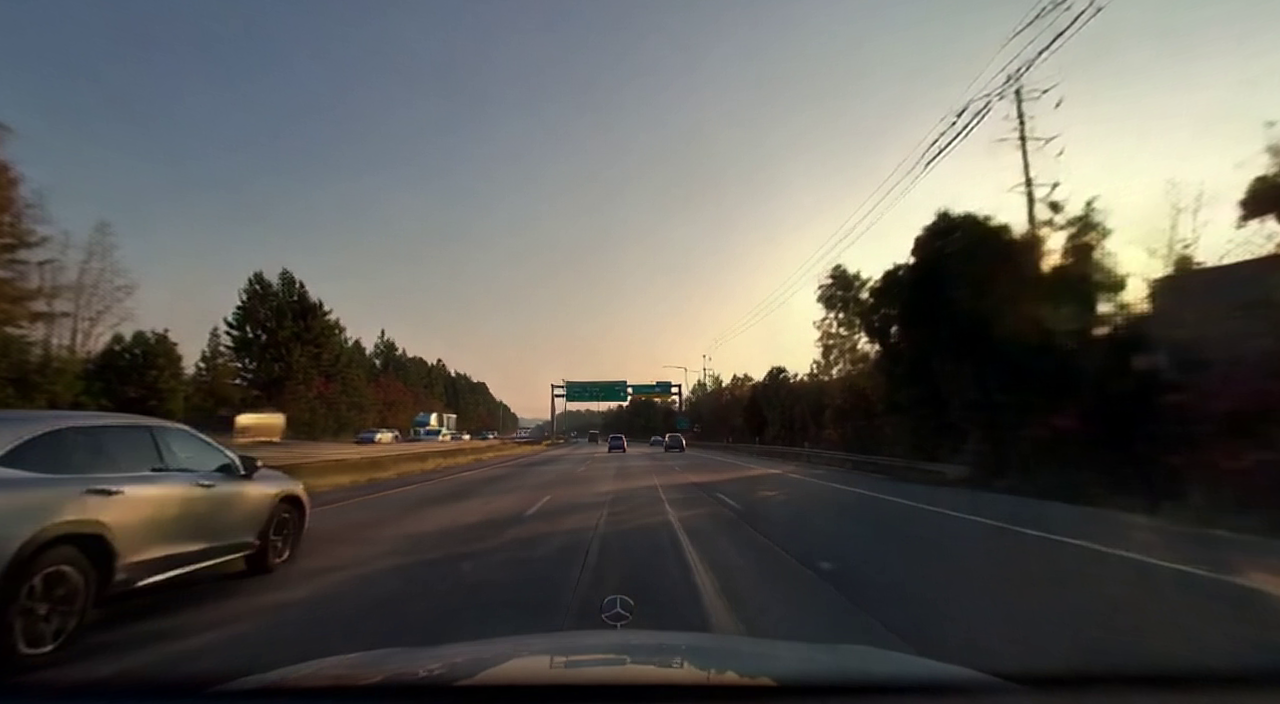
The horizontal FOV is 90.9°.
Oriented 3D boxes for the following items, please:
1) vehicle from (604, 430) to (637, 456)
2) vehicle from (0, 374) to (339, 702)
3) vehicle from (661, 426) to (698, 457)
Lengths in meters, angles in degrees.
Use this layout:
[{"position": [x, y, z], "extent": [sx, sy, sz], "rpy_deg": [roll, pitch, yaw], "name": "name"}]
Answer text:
[{"position": [-1.407, 6.268, 43.605], "extent": [2.159, 1.690, 3.720], "rpy_deg": [0, -7, -3], "name": "vehicle"}, {"position": [-4.217, 1.109, 4.596], "extent": [2.100, 1.590, 4.077], "rpy_deg": [0, -7, -2], "name": "vehicle"}, {"position": [2.575, 5.946, 41.987], "extent": [1.976, 1.905, 3.263], "rpy_deg": [0, -7, -5], "name": "vehicle"}]
